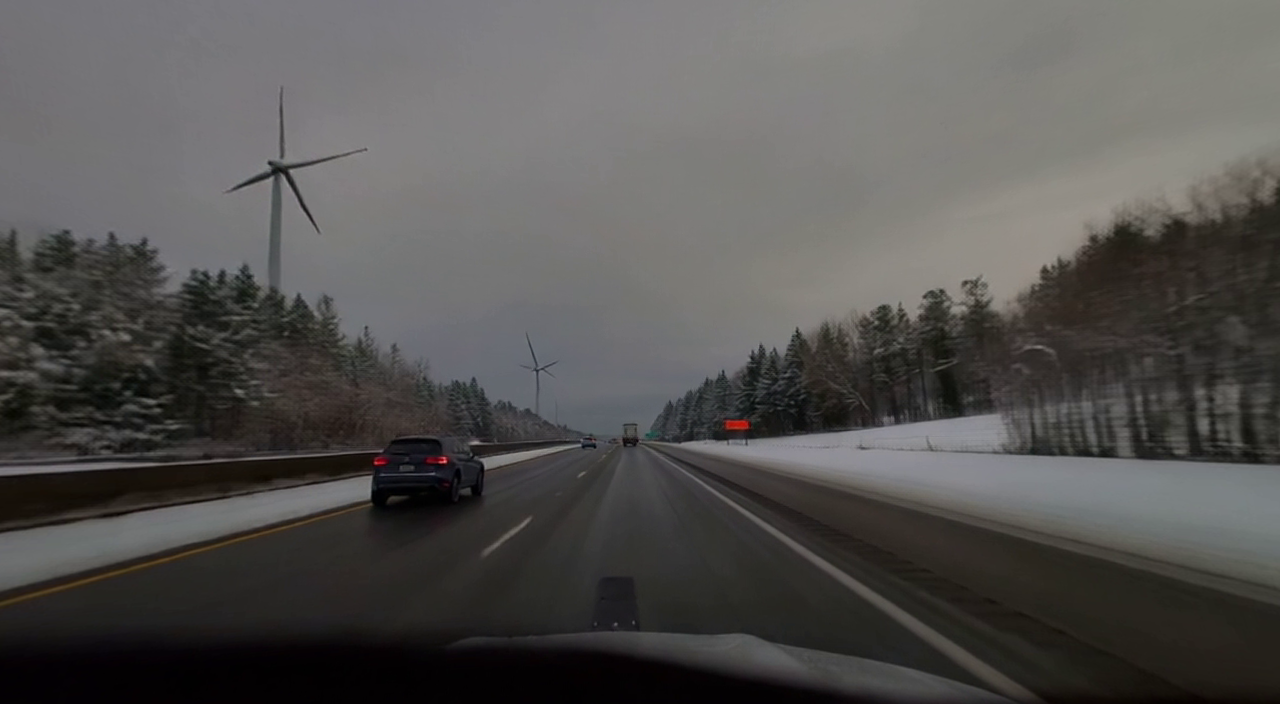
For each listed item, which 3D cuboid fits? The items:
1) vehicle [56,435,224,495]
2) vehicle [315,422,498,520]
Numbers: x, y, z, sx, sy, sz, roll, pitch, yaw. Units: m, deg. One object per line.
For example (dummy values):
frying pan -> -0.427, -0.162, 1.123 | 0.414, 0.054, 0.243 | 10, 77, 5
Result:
vehicle -> -16.052, 3.610, 20.598 | 2.025, 1.739, 4.216 | 0, -8, -1
vehicle -> -4.110, 2.129, 11.877 | 1.950, 1.511, 3.965 | 0, -8, -1
